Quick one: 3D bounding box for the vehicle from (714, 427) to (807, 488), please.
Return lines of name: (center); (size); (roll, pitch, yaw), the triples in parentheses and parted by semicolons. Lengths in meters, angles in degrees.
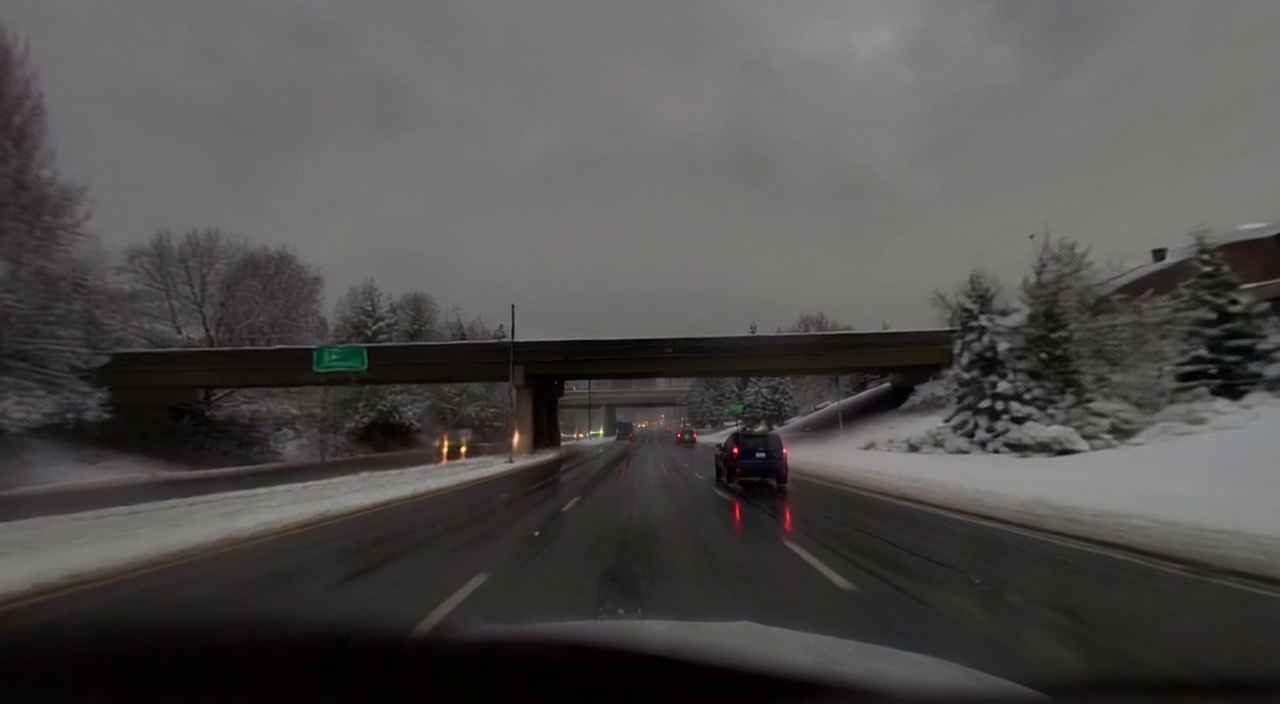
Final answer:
vehicle: (3.707, 3.359, 20.261); (2.110, 1.712, 4.489); (0, -9, 0)
